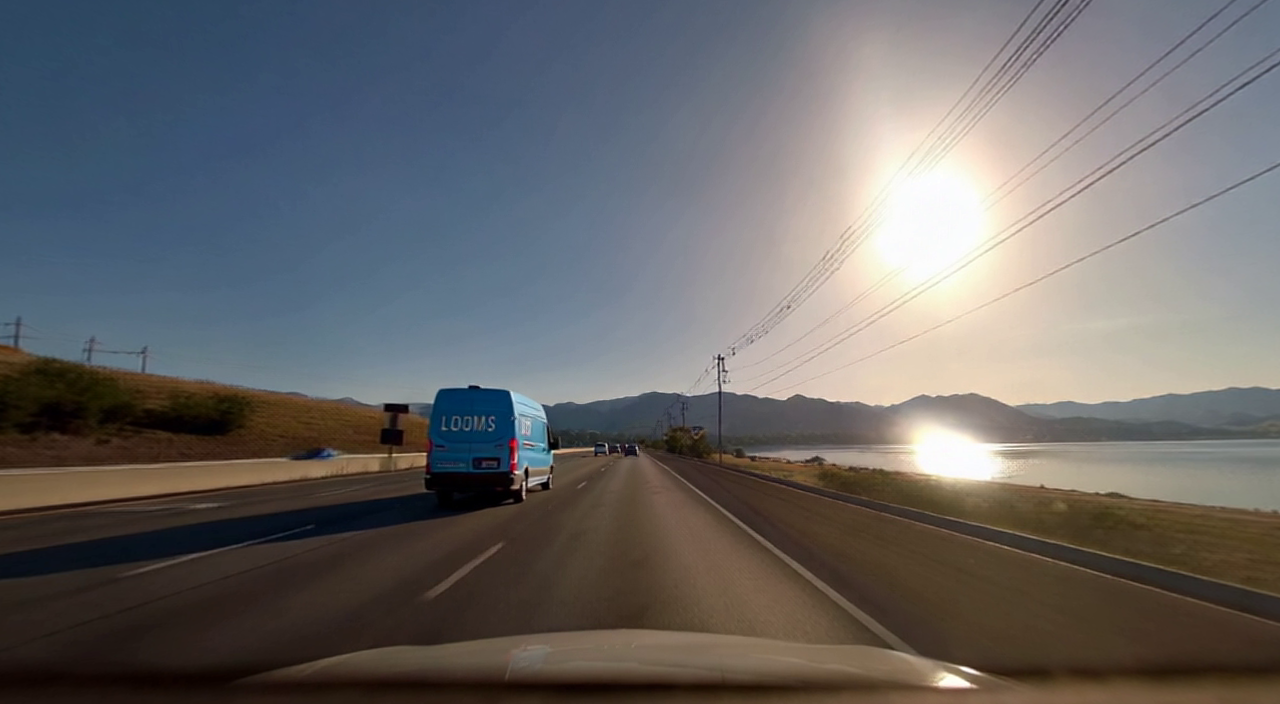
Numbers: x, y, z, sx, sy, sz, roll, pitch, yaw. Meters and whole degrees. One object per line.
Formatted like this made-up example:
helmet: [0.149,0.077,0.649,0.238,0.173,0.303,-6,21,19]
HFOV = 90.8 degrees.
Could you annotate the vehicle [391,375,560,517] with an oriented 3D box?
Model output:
vehicle: [-3.623,2.314,15.698,2.331,2.757,6.581,0,-8,1]
